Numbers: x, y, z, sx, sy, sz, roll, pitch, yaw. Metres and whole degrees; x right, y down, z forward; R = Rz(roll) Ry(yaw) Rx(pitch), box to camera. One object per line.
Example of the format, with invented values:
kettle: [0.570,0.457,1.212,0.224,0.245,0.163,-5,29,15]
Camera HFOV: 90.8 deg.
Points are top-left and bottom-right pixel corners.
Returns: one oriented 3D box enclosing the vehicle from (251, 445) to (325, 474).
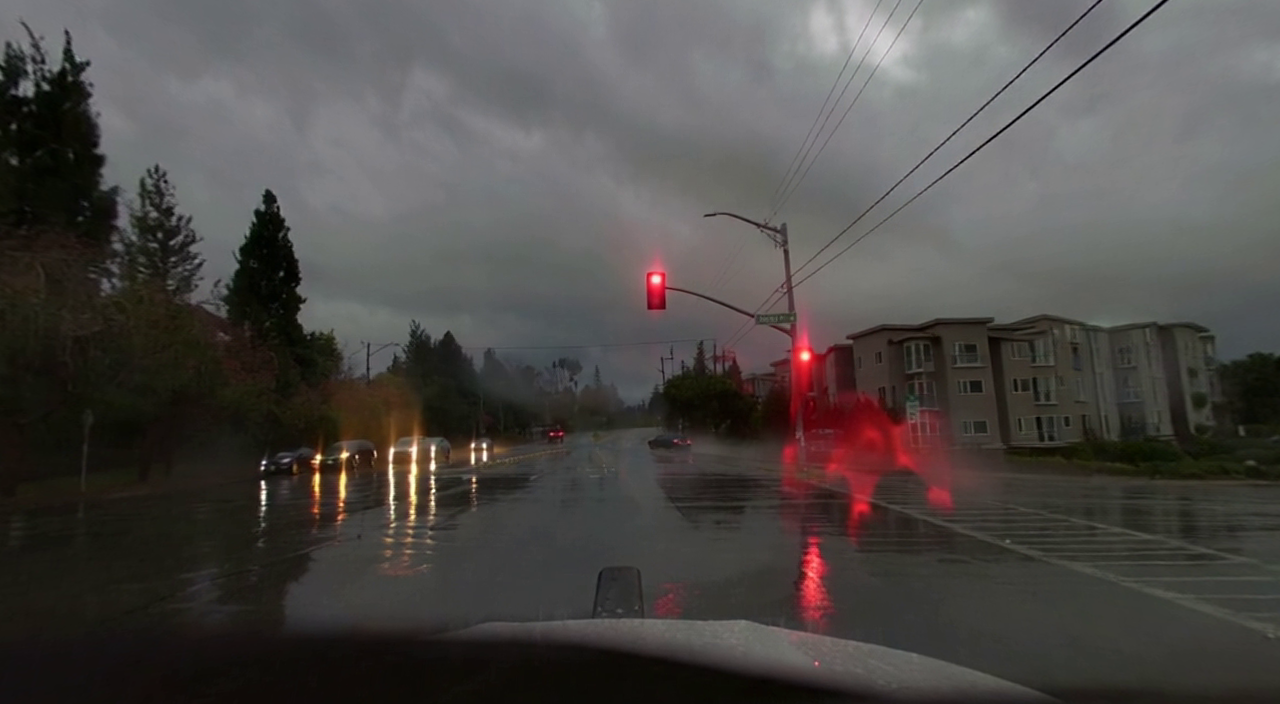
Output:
vehicle: [-21.109,6.463,38.095,1.981,1.628,4.336,0,-9,-1]

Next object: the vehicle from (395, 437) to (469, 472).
vehicle: [-9.685,4.794,29.776,2.116,1.521,4.294,0,-9,-1]

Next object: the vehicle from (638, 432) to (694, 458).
vehicle: [1.592,5.943,40.387,2.073,1.571,4.790,3,-9,-17]

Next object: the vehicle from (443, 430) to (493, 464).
vehicle: [-9.788,5.456,36.187,1.910,1.818,4.057,0,-9,-3]
